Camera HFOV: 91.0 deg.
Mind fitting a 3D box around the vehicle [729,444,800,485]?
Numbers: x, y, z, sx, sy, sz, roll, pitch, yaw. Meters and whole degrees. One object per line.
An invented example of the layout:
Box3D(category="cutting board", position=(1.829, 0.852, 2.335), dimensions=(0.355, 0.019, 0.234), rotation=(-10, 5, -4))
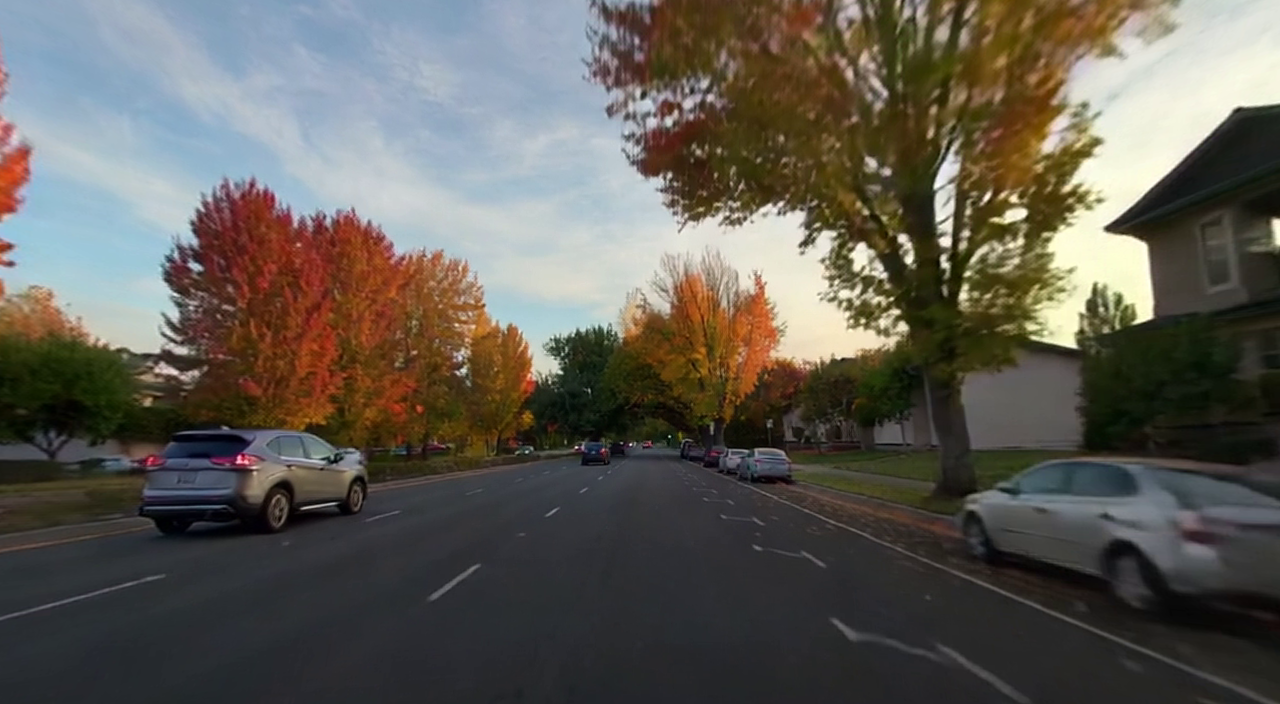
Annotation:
Box3D(category="vehicle", position=(5.016, 4.573, 26.040), dimensions=(1.952, 1.505, 4.713), rotation=(0, -9, 0))

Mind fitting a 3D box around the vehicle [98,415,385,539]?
Box3D(category="vehicle", position=(-6.519, 2.095, 11.150), dimensions=(2.034, 1.711, 4.512), rotation=(0, -9, 1))

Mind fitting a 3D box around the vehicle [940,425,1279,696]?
Box3D(category="vehicle", position=(4.603, 1.480, 5.520), dimensions=(1.939, 1.504, 4.189), rotation=(0, -9, 1))
